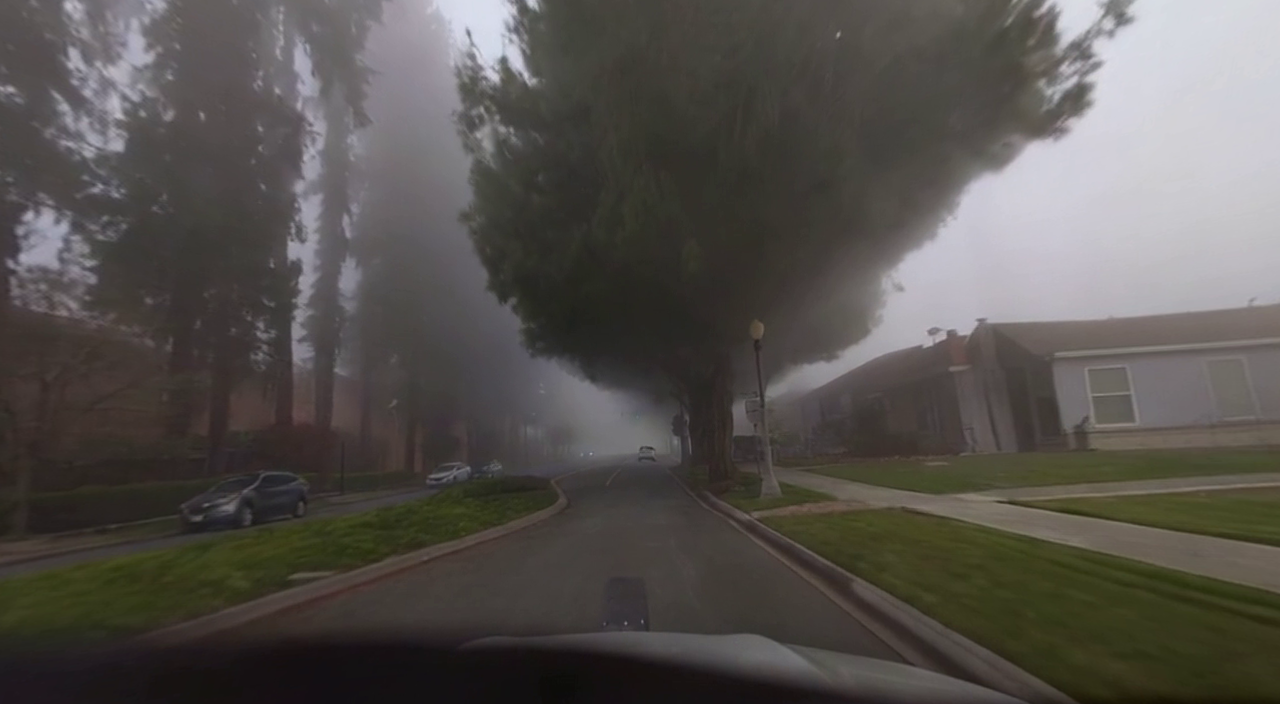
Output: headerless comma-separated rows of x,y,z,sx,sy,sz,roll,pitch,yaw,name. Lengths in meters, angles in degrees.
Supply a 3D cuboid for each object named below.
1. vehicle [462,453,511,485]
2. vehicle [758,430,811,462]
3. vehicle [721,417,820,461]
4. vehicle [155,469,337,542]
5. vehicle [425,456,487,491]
-10.083,7.700,41.751,2.006,1.810,4.844,-5,-9,-1,vehicle
8.667,5.733,38.252,1.999,1.753,4.995,-1,-9,-1,vehicle
8.903,6.013,43.212,6.019,2.672,2.563,-6,-10,27,vehicle
-10.148,3.958,16.782,1.892,1.484,4.576,0,-9,0,vehicle
-10.418,6.875,36.004,1.995,1.657,4.609,-5,-9,2,vehicle
